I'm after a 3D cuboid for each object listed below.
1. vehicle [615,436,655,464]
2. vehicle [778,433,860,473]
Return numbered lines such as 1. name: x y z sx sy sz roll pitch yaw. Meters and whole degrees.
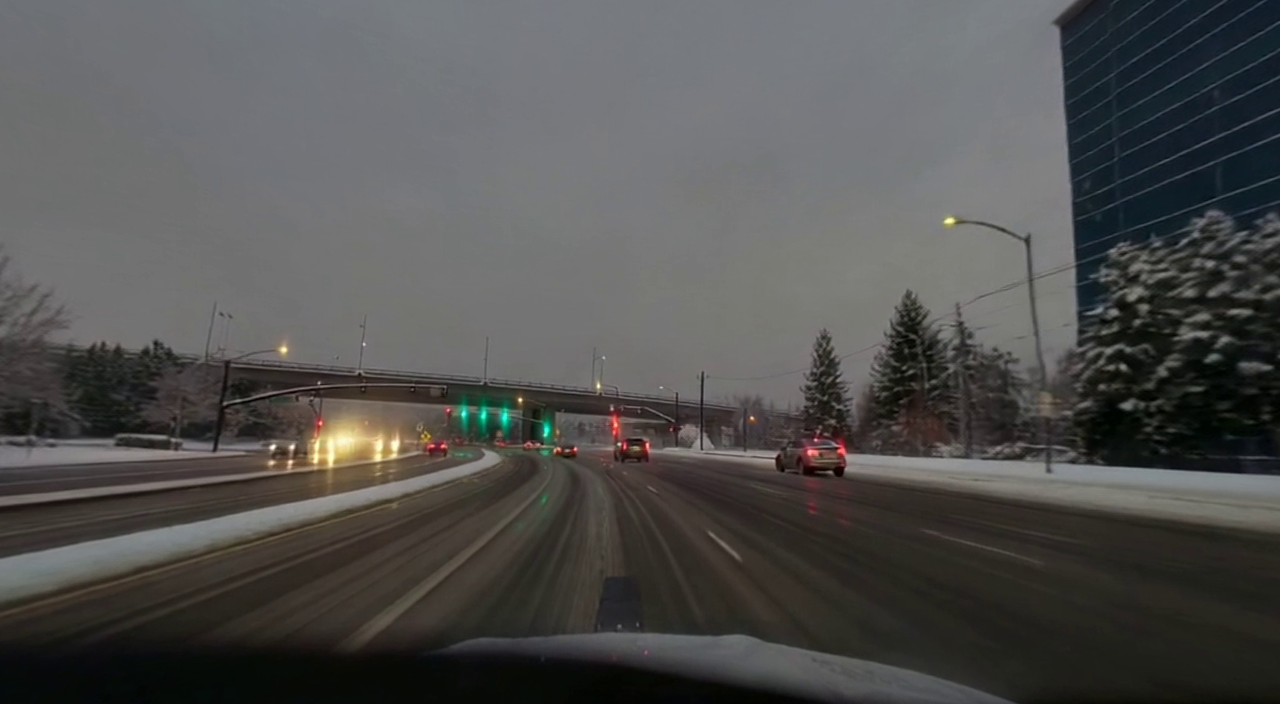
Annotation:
1. vehicle: -0.372 6.346 40.963 2.024 1.724 3.928 1 -9 -9
2. vehicle: 8.359 4.764 30.021 2.130 1.741 4.665 1 -8 -5
